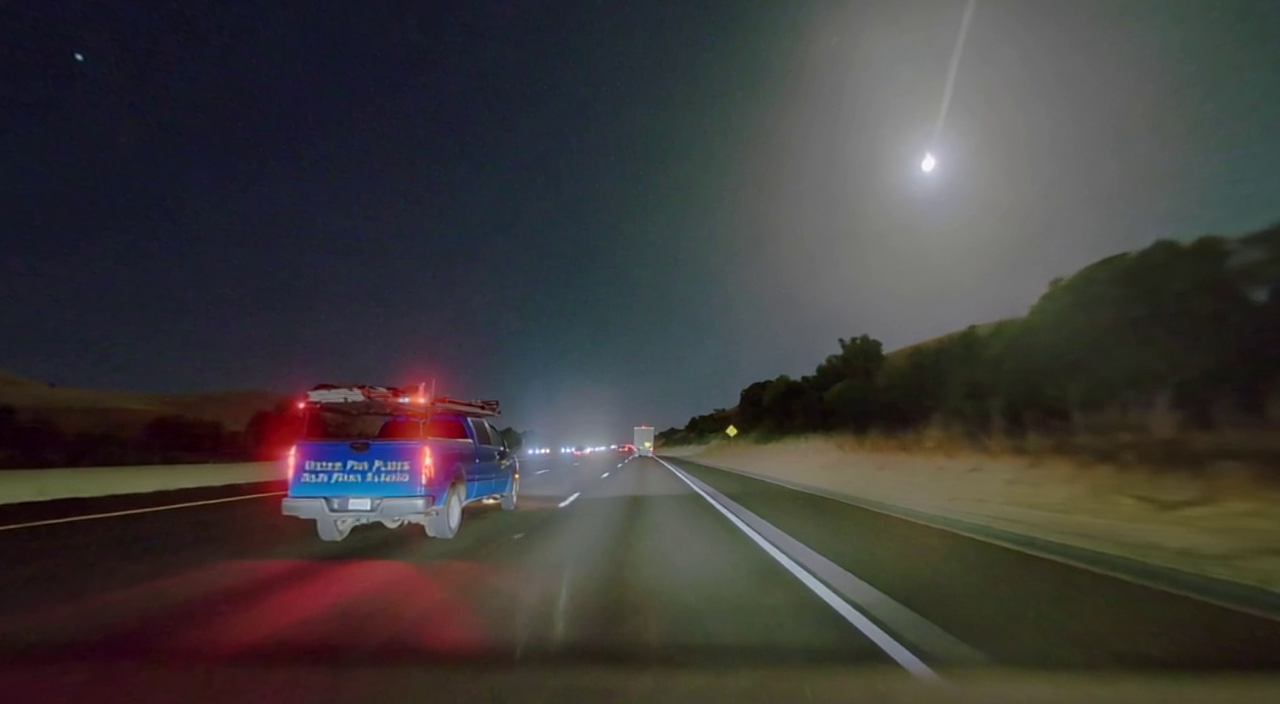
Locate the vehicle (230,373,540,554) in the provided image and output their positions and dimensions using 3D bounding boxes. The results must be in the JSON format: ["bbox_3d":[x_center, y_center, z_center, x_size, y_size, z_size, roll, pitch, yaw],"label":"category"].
[{"bbox_3d":[-3.838,1.915,11.593,2.791,2.330,6.725,0,-8,1],"label":"vehicle"}]
